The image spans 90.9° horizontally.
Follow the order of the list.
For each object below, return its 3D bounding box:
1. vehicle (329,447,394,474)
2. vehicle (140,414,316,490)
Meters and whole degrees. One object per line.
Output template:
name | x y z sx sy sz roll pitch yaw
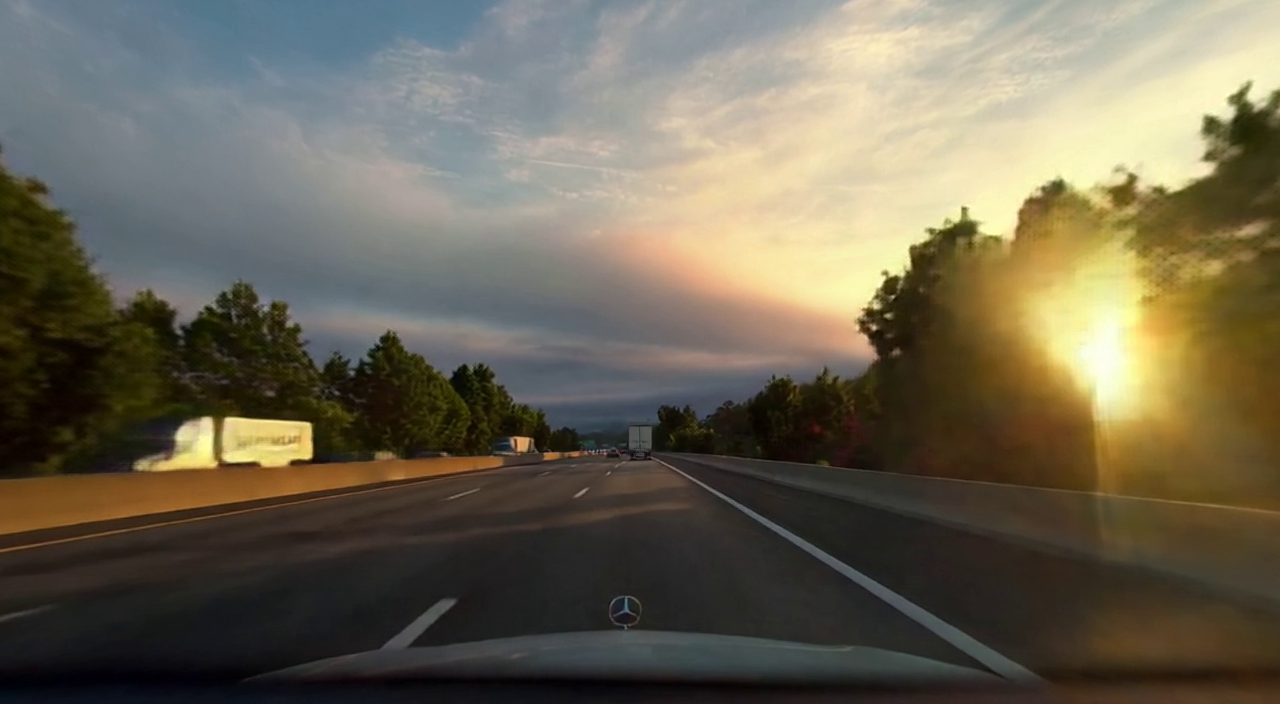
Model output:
vehicle | -15.820 6.189 36.024 1.788 1.436 4.029 0 -9 1
vehicle | -23.187 5.775 36.571 3.203 3.774 10.121 0 -9 1
